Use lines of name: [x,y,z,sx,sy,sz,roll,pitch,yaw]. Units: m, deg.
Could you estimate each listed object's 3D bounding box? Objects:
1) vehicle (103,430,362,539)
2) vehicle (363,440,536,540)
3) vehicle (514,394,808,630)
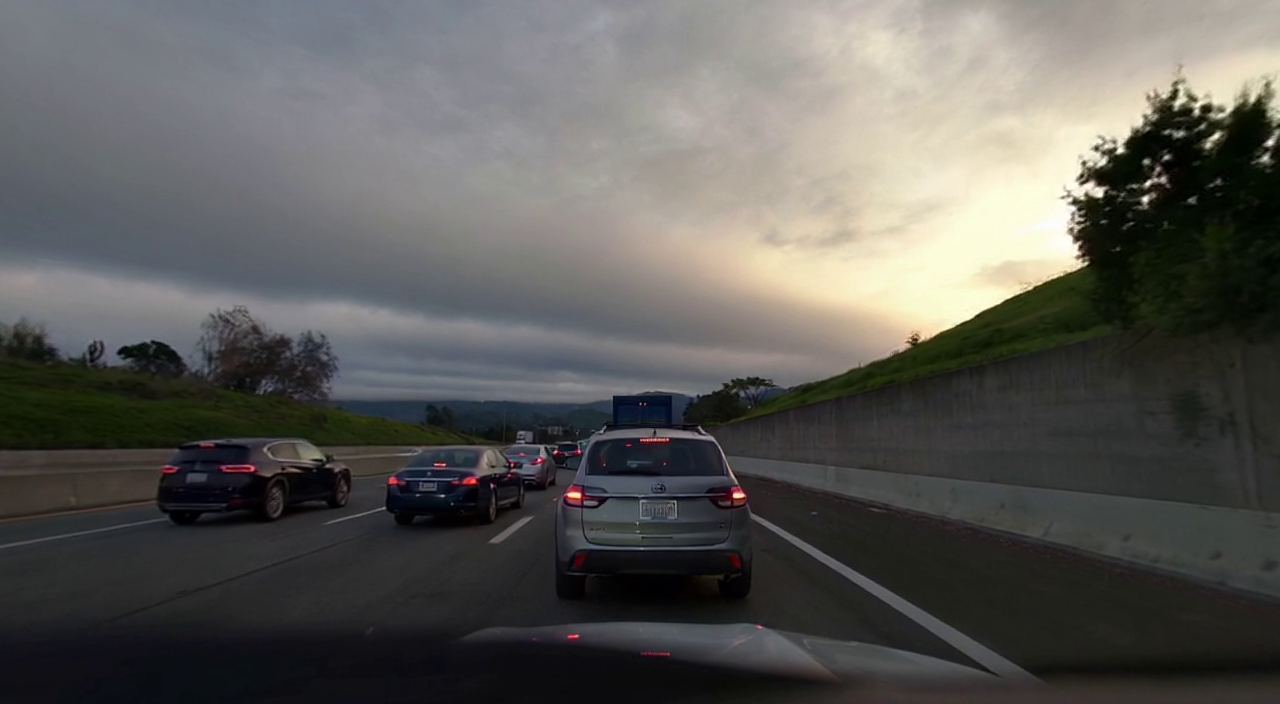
vehicle: [-7.490,2.459,12.349,1.986,1.700,4.558,0,-9,0]
vehicle: [-3.234,2.418,11.653,1.917,1.506,3.949,0,-9,1]
vehicle: [0.115,1.609,7.483,2.210,1.760,5.303,0,-9,-1]
